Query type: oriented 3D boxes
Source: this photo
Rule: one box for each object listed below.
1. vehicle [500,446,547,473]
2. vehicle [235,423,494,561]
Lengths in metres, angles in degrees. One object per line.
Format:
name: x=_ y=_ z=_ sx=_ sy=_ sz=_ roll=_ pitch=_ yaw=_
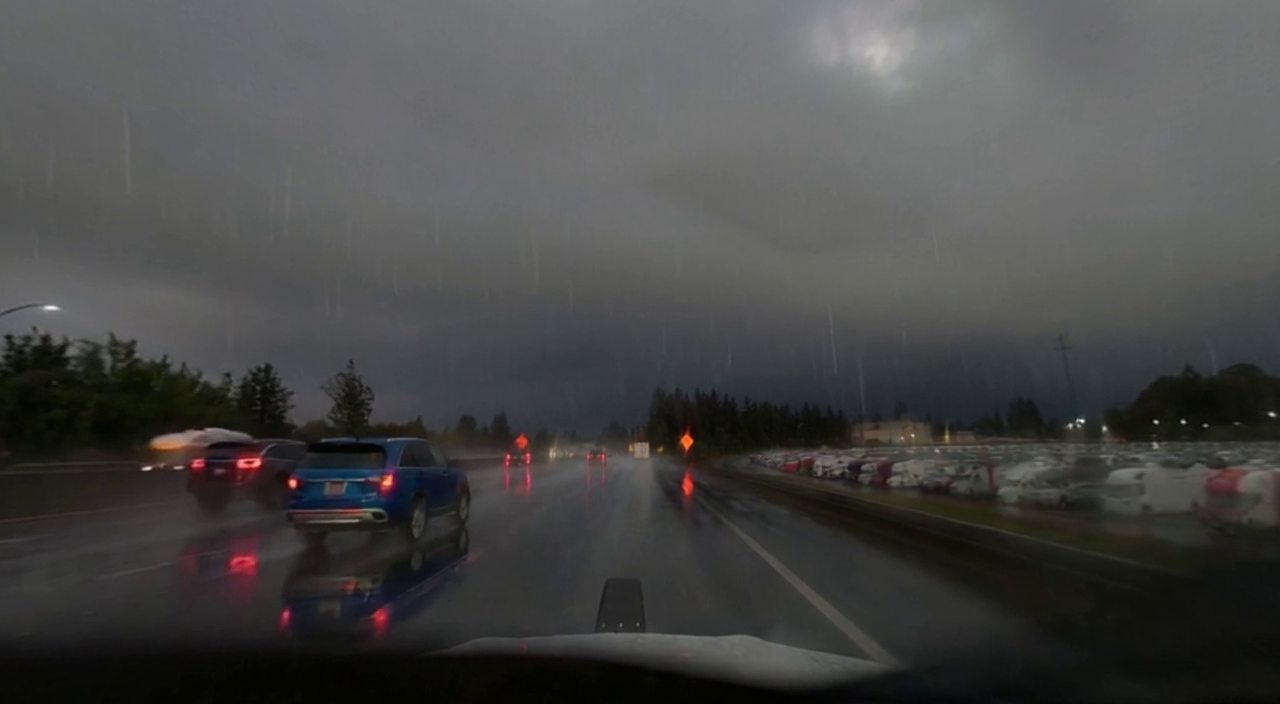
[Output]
vehicle: x=-7.416 y=6.846 z=40.384 sx=2.046 sy=1.644 sz=4.422 roll=0 pitch=-9 yaw=2
vehicle: x=-3.895 y=2.047 z=9.918 sx=2.070 sy=1.665 sz=4.213 roll=0 pitch=-9 yaw=1
